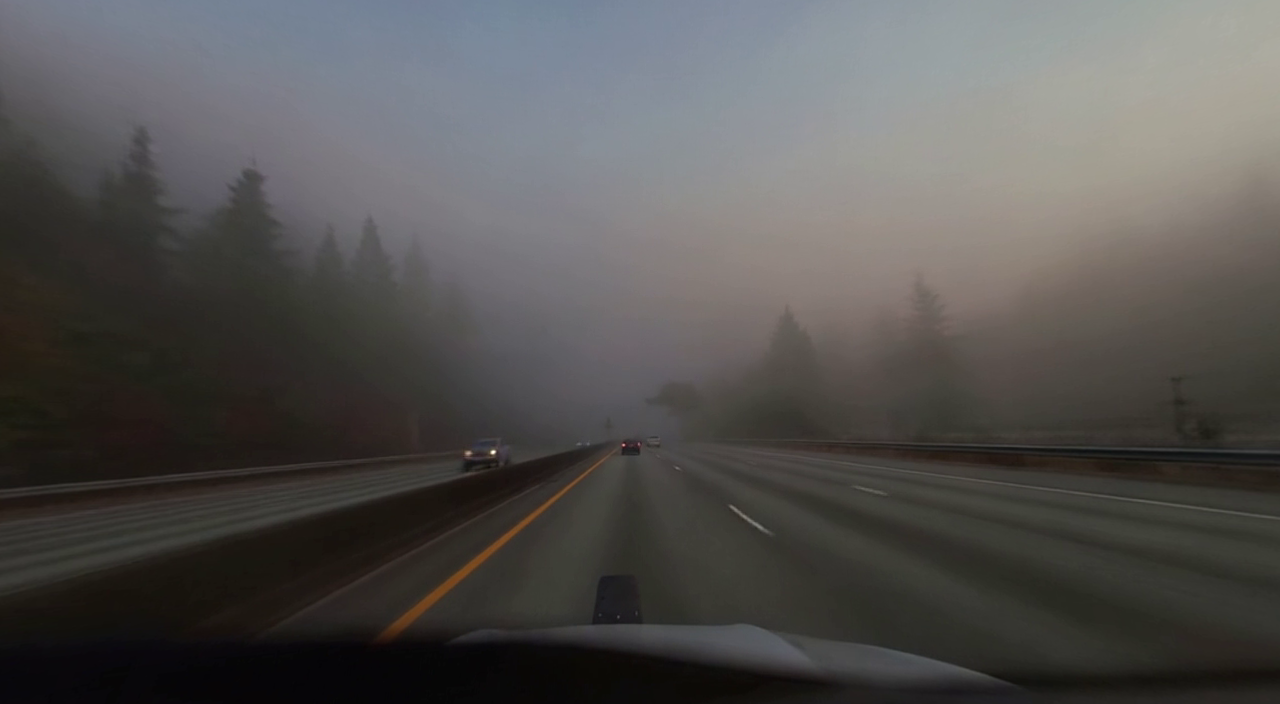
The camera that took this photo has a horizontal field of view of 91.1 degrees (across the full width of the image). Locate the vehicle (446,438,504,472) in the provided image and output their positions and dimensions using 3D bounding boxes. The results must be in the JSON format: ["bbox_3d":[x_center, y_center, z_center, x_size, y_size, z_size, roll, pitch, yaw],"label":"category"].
[{"bbox_3d":[-9.741,6.059,37.500,2.083,1.878,5.006,0,-8,0],"label":"vehicle"}]
